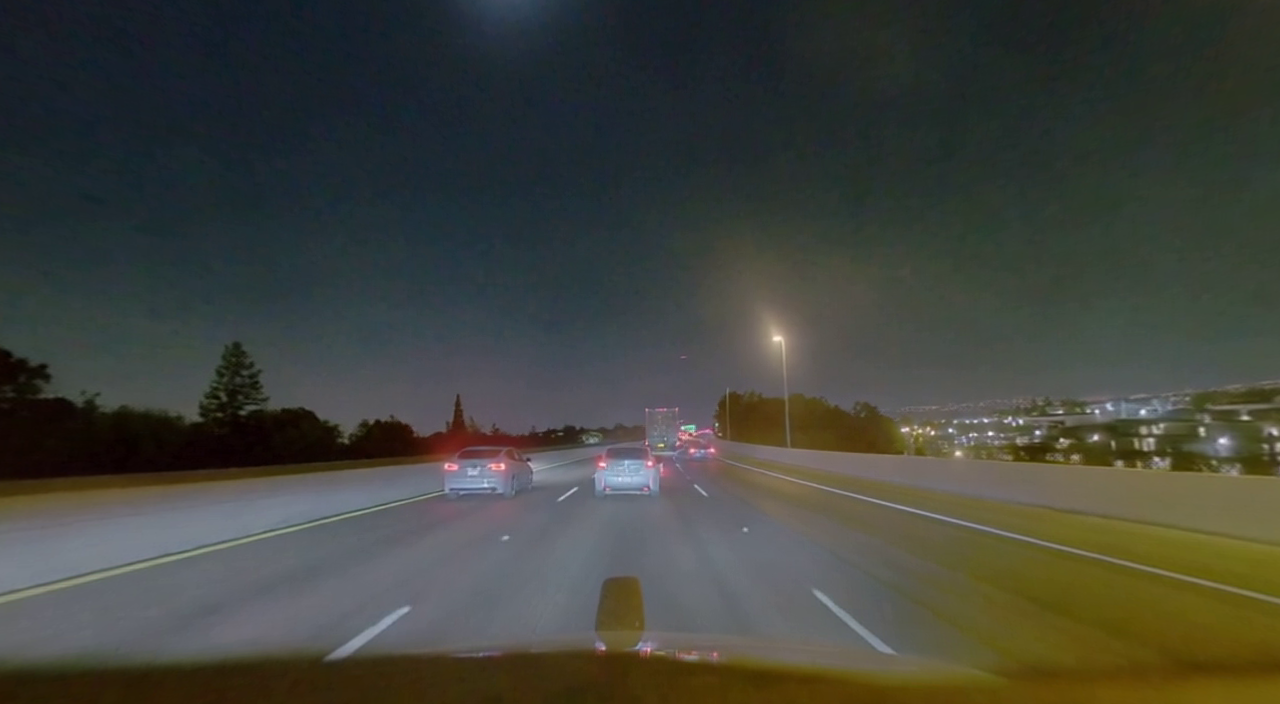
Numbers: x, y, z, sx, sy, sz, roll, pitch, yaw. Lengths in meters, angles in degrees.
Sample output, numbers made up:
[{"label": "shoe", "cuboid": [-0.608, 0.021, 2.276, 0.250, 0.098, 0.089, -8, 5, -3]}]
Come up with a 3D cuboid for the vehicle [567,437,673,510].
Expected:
[{"label": "vehicle", "cuboid": [-0.361, 2.770, 14.814, 2.136, 1.470, 3.971, -1, -9, 1]}]

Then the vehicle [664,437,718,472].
[{"label": "vehicle", "cuboid": [2.567, 5.319, 32.935, 2.166, 1.666, 4.618, 0, -9, -3]}]

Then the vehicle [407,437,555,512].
[{"label": "vehicle", "cuboid": [-3.514, 2.832, 15.140, 2.130, 1.474, 5.027, -1, -9, 2]}]
